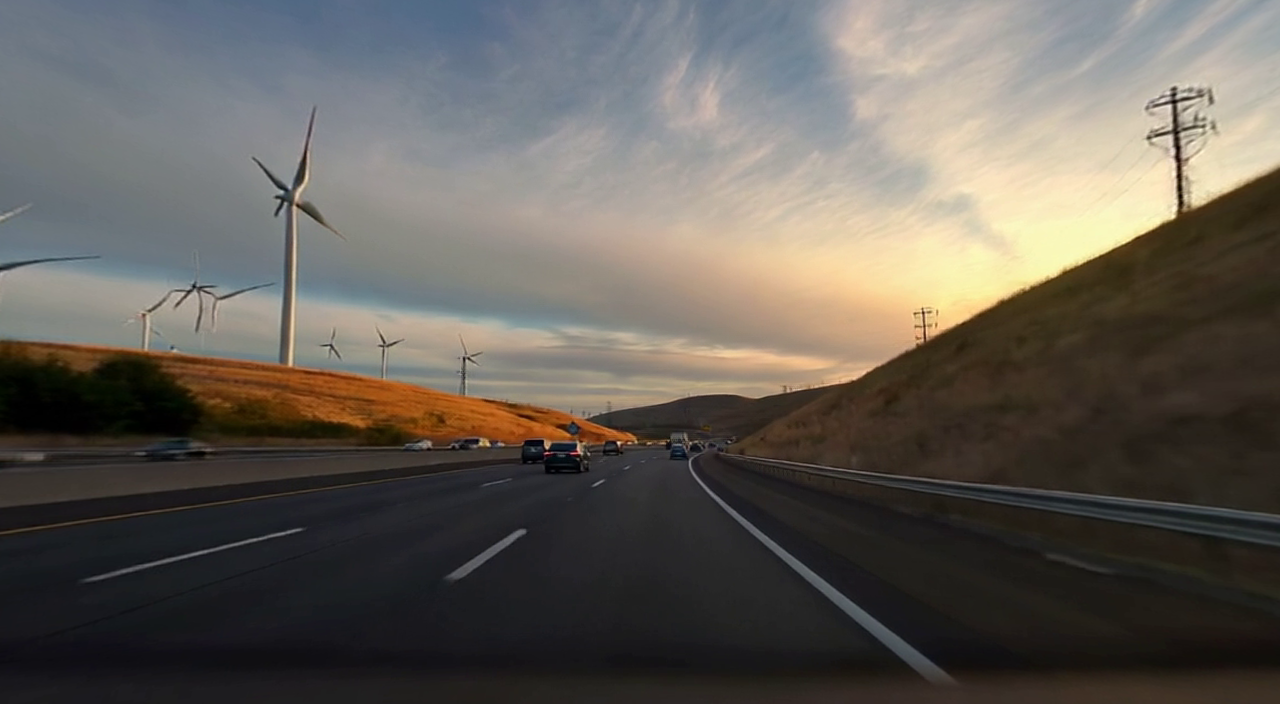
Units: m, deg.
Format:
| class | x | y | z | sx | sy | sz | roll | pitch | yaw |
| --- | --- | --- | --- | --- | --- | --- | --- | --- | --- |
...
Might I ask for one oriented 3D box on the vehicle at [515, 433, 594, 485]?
| class | x | y | z | sx | sy | sz | roll | pitch | yaw |
| --- | --- | --- | --- | --- | --- | --- | --- | --- | --- |
| vehicle | -2.994 | 3.865 | 23.068 | 2.118 | 1.702 | 4.355 | 0 | -9 | 3 |
